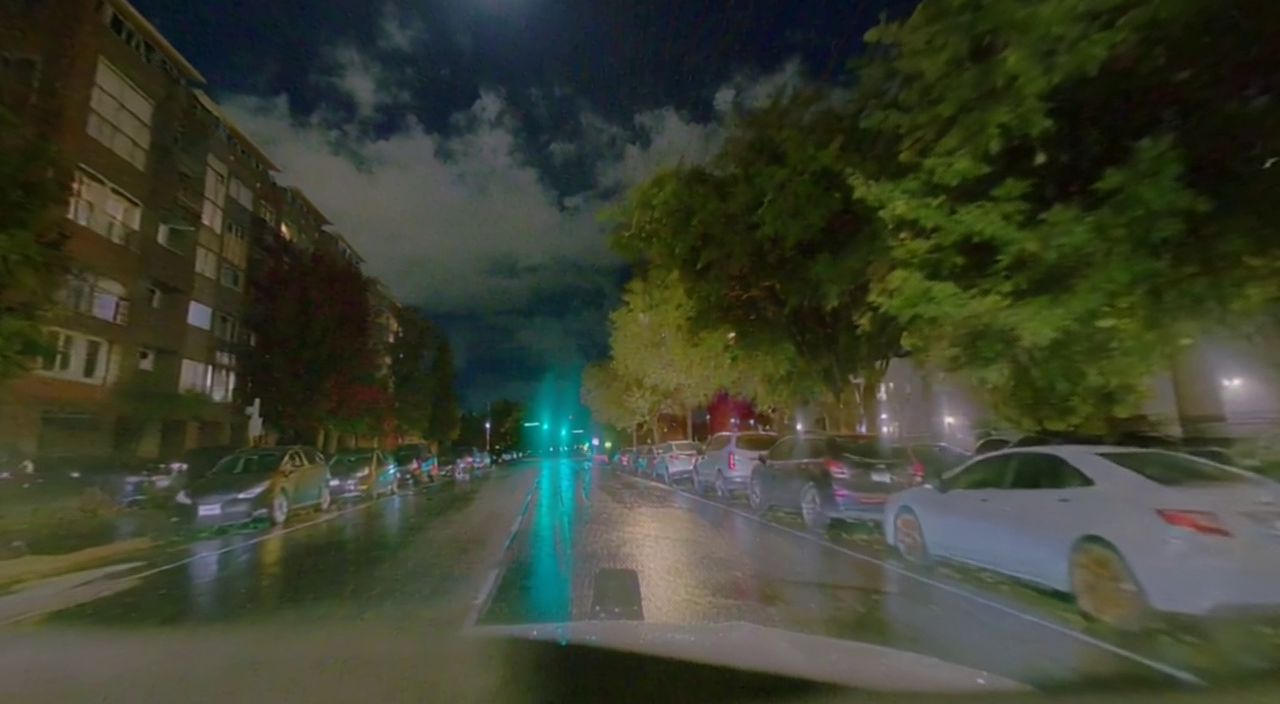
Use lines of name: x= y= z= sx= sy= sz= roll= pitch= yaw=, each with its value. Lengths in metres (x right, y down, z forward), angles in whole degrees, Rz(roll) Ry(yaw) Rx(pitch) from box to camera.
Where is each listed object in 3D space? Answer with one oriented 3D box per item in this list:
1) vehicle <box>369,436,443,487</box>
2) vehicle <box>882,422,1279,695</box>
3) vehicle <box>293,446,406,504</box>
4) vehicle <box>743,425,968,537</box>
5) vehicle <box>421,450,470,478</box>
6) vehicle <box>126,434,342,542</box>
vehicle: x=-10.852 y=5.095 z=29.696 sx=2.146 sy=2.167 sz=5.339 roll=1 pitch=-9 yaw=-8
vehicle: x=4.051 y=1.352 z=5.239 sx=1.974 sy=1.385 sz=4.315 roll=0 pitch=-9 yaw=-6
vehicle: x=-9.533 y=4.024 z=21.156 sx=2.055 sy=1.663 sz=4.889 roll=1 pitch=-9 yaw=-8
vehicle: x=3.370 y=2.116 z=10.953 sx=1.954 sy=1.507 sz=4.356 roll=0 pitch=-9 yaw=-7
vehicle: x=-11.791 y=6.799 z=38.515 sx=2.057 sy=1.486 sz=4.759 roll=0 pitch=-9 yaw=-7
vehicle: x=-8.619 y=2.907 z=14.119 sx=2.072 sy=1.840 sz=5.197 roll=-1 pitch=-9 yaw=-9
